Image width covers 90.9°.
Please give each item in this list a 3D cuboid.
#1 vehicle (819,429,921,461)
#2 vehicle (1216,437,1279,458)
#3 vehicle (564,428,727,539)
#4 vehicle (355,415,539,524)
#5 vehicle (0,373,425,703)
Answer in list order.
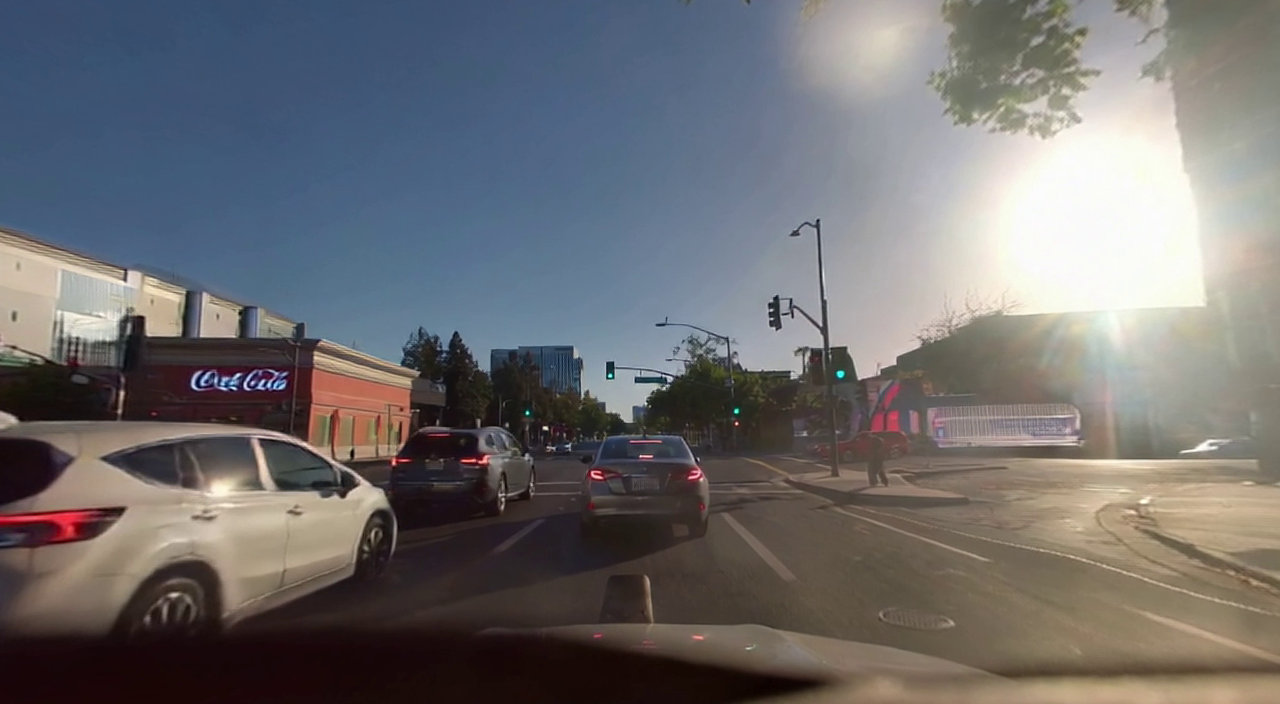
[{"bbox_3d":[13.003,5.306,35.842,5.032,1.762,1.982,0,-8,0],"label":"vehicle"},{"bbox_3d":[43.625,6.684,44.274,4.582,1.442,1.860,0,-8,-2],"label":"vehicle"},{"bbox_3d":[0.163,2.103,10.721,2.258,1.507,3.896,-1,-8,3],"label":"vehicle"},{"bbox_3d":[-3.418,2.182,12.187,2.009,1.704,4.230,0,-8,3],"label":"vehicle"},{"bbox_3d":[-3.323,1.150,4.412,2.029,1.517,4.375,0,-8,1],"label":"vehicle"}]
